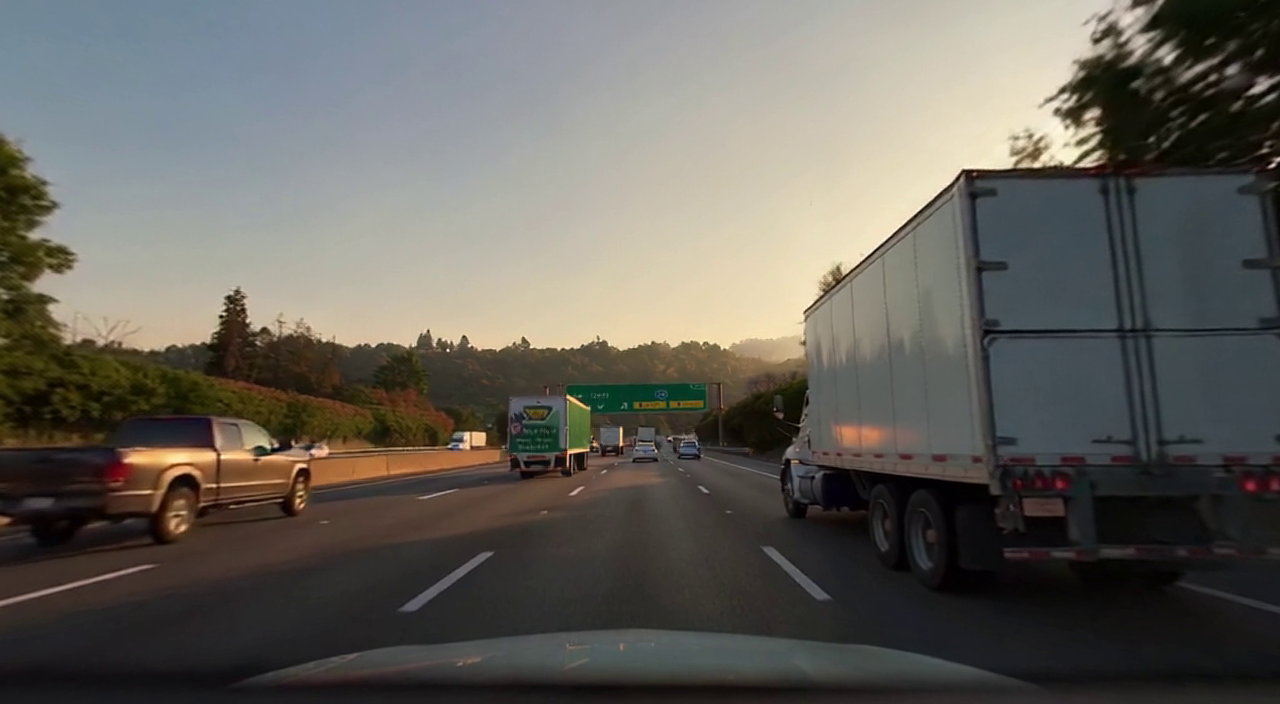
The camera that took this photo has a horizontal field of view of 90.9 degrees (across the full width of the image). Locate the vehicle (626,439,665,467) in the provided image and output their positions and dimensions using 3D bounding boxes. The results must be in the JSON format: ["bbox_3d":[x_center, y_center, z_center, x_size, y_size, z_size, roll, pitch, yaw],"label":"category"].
[{"bbox_3d":[0.290,5.793,36.174,2.105,1.502,4.068,0,-8,0],"label":"vehicle"}]

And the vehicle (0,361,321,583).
[{"bbox_3d":[-7.256,1.591,9.111,2.322,2.195,5.556,0,-8,0],"label":"vehicle"}]

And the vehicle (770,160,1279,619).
[{"bbox_3d":[4.034,0.752,8.552,2.895,3.484,7.631,0,-8,0],"label":"vehicle"}]

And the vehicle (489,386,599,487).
[{"bbox_3d":[-3.265,3.218,23.690,2.745,3.156,7.608,0,-8,1],"label":"vehicle"}]
